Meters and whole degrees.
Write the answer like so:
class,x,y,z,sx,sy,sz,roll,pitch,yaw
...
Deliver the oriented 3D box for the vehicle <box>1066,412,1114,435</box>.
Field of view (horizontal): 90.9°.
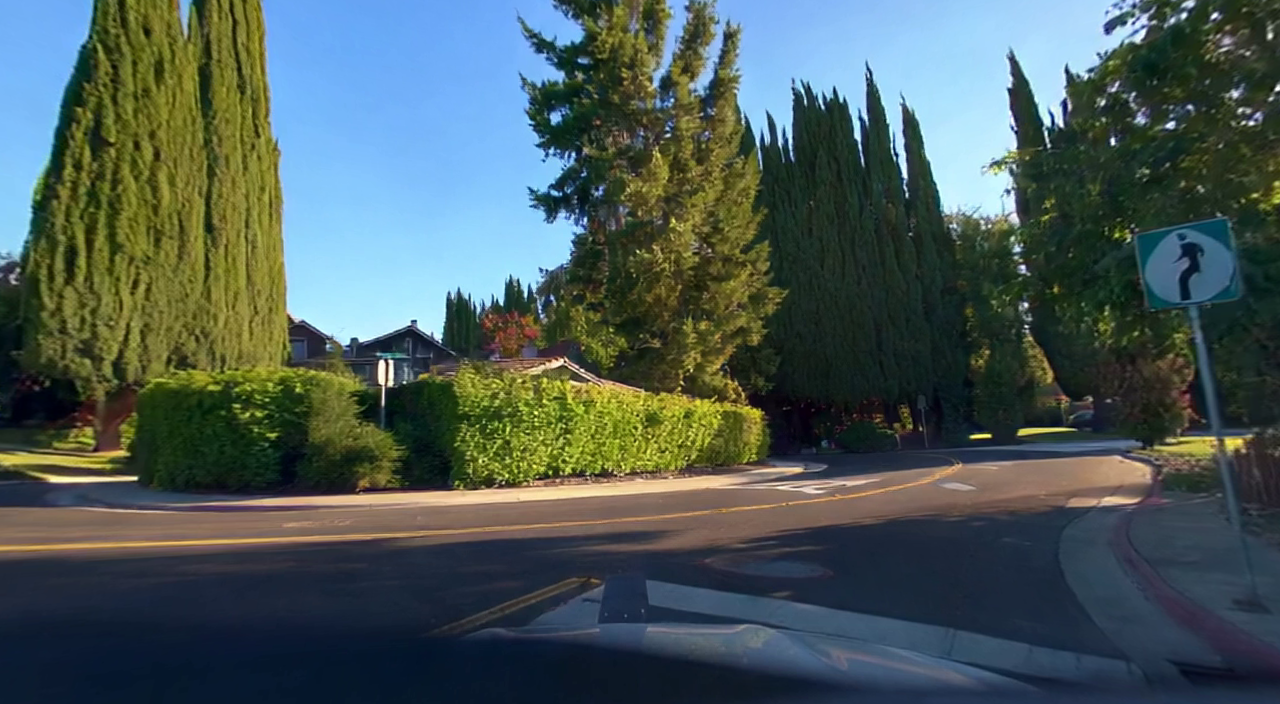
class,x,y,z,sx,sy,sz,roll,pitch,yaw
vehicle,32.213,5.095,45.222,1.802,1.548,3.501,-3,-6,20
